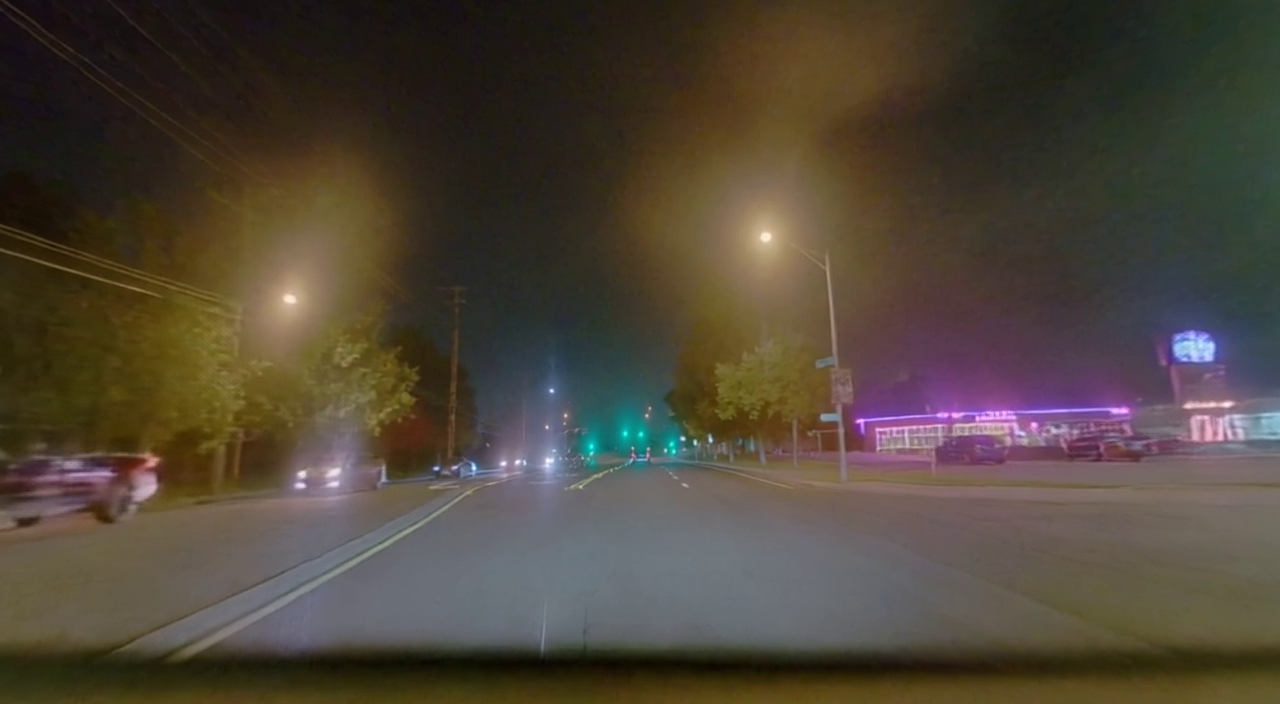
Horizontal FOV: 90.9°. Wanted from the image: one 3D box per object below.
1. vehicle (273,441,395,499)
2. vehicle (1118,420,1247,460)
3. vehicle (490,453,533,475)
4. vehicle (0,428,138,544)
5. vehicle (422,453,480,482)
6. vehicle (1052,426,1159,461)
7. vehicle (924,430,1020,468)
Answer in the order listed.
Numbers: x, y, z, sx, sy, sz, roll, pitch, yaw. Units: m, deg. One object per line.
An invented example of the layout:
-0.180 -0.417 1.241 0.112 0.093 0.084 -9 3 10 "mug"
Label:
-10.753 4.150 22.629 2.000 1.817 4.624 -1 -8 1 "vehicle"
27.011 4.510 31.654 2.040 1.829 4.826 0 -10 -1 "vehicle"
-9.826 8.554 48.518 2.084 1.517 5.096 -1 -8 2 "vehicle"
-10.801 2.068 9.739 2.189 1.747 4.651 0 -8 1 "vehicle"
-10.861 6.638 36.585 1.873 1.516 4.339 0 -8 2 "vehicle"
24.304 4.867 33.159 1.996 1.723 4.576 0 -10 -1 "vehicle"
16.998 5.019 32.625 2.021 1.753 4.941 -1 -9 -4 "vehicle"
